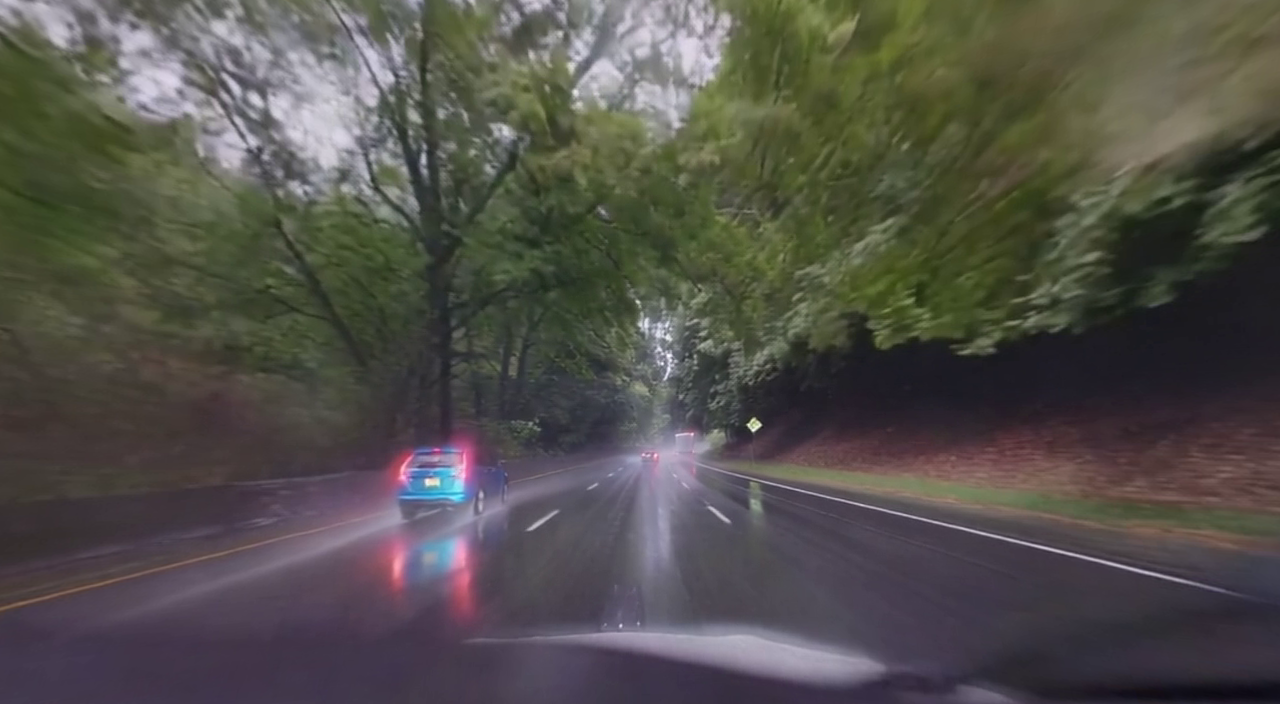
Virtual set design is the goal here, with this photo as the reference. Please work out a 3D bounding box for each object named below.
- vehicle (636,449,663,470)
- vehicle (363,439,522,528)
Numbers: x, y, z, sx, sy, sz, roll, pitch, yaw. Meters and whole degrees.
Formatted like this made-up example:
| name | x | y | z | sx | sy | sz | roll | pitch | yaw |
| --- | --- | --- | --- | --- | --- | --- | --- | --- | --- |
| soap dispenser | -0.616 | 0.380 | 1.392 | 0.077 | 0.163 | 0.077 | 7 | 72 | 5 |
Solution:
| name | x | y | z | sx | sy | sz | roll | pitch | yaw |
| --- | --- | --- | --- | --- | --- | --- | --- | --- | --- |
| vehicle | 0.760 | 8.412 | 49.615 | 2.006 | 1.586 | 3.915 | 0 | -9 | 1 |
| vehicle | -3.802 | 2.594 | 12.941 | 1.927 | 1.530 | 3.874 | 0 | -9 | 1 |
